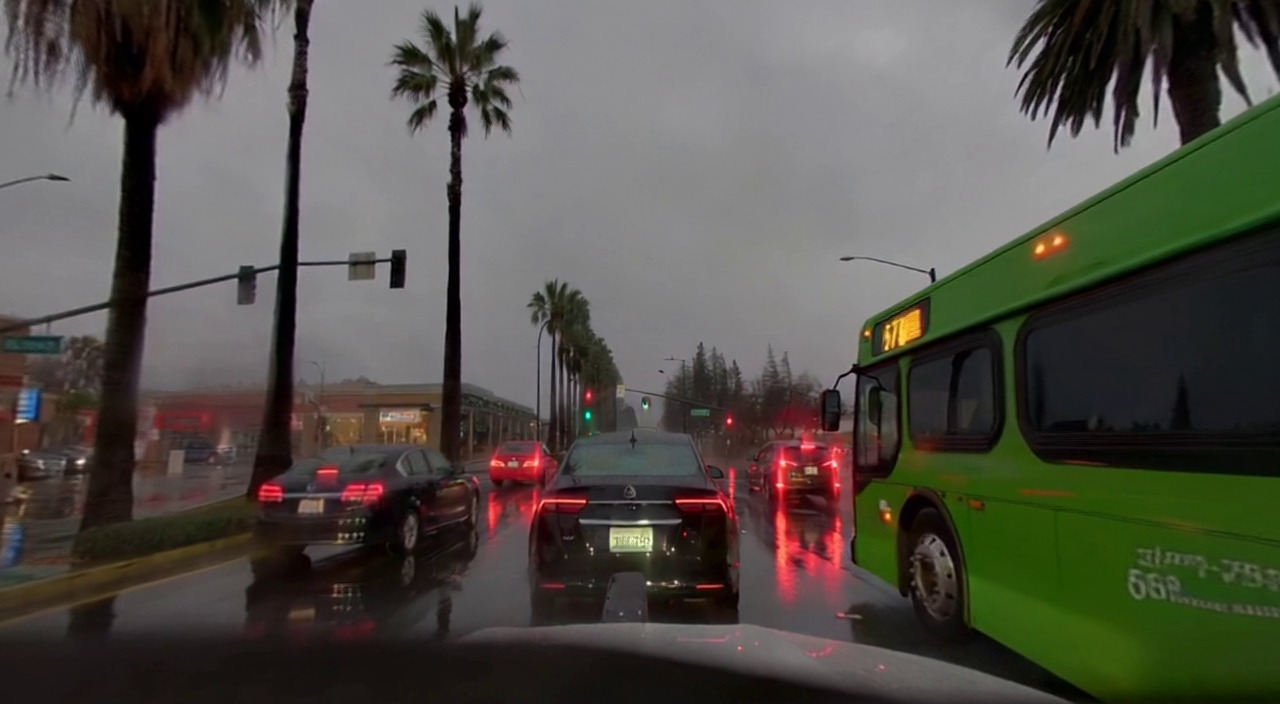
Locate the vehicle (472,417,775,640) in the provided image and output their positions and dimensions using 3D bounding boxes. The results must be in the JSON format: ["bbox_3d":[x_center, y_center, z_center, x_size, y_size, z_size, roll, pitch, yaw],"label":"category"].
[{"bbox_3d":[-0.122,1.495,6.300,2.060,1.499,3.831,0,-9,0],"label":"vehicle"}]

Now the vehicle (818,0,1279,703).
[{"bbox_3d":[3.568,-0.558,0.644,3.068,4.026,13.534,0,-9,1],"label":"vehicle"}]

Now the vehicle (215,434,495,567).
[{"bbox_3d":[-3.566,1.921,8.955,1.919,1.415,4.178,0,-9,1],"label":"vehicle"}]

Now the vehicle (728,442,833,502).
[{"bbox_3d":[3.790,3.314,17.922,1.989,1.467,4.364,0,-9,0],"label":"vehicle"}]

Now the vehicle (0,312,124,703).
[{"bbox_3d":[-3.564,0.469,0.388,2.145,1.824,4.974,0,-9,2],"label":"vehicle"}]
